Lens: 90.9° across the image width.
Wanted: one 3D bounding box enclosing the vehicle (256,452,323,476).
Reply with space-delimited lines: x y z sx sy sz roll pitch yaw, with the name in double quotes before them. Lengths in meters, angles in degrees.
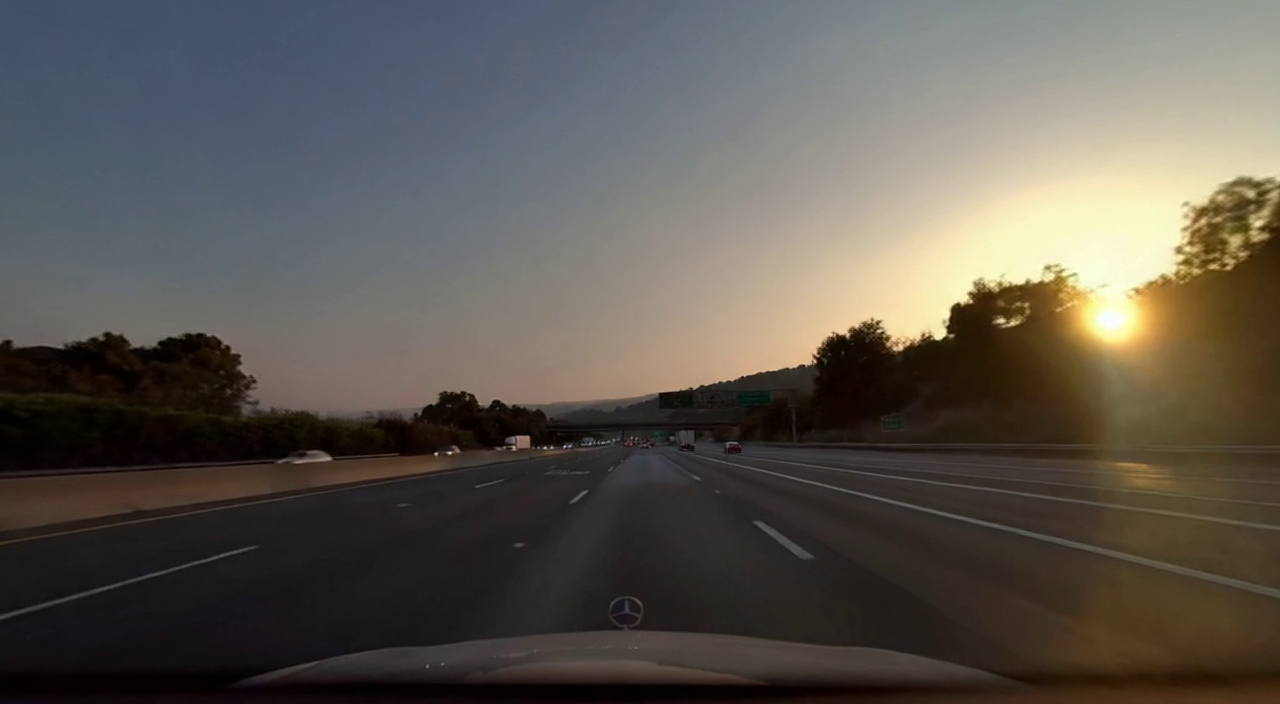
"vehicle" -24.380 7.811 44.096 1.933 1.476 4.830 0 -8 -1
